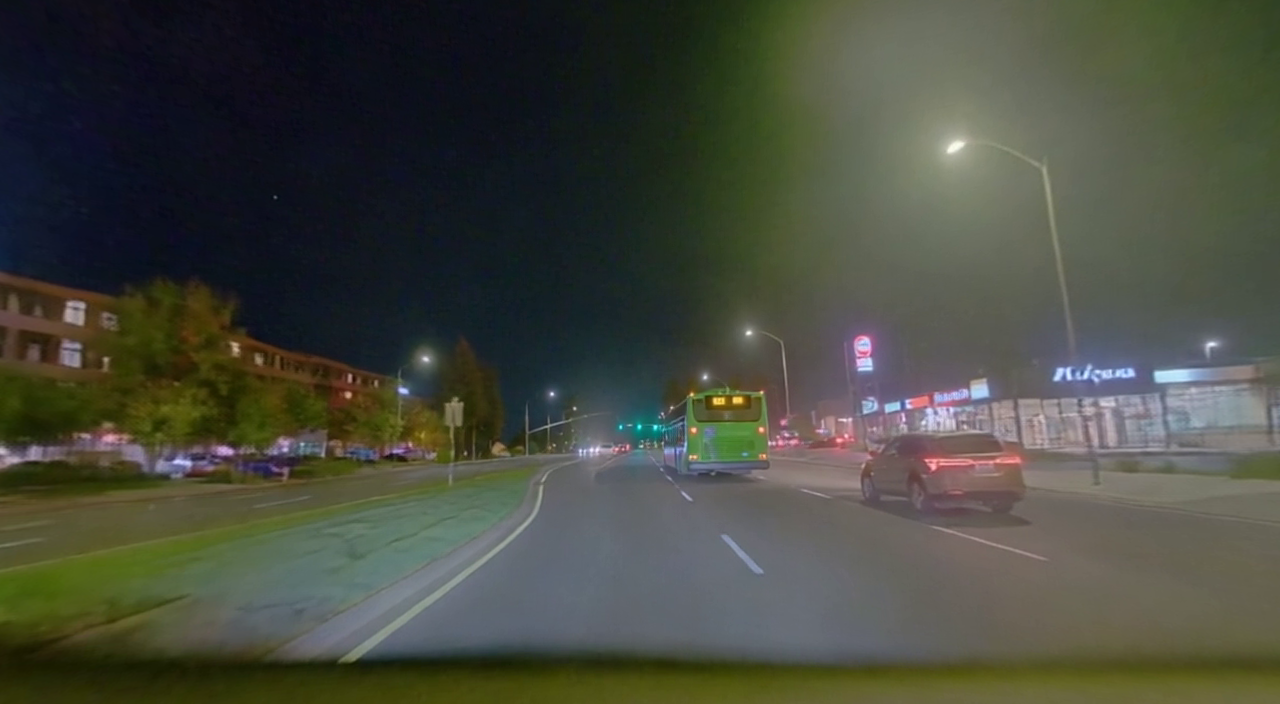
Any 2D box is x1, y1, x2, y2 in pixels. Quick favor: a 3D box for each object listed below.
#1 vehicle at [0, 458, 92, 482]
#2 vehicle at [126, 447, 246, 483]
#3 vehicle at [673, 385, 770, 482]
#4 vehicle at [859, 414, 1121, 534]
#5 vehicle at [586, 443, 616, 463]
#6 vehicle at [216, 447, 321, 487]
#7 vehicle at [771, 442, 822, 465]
[{"bbox_3d":[-38.657,7.594,40.486,4.646,1.447,2.215,0,-9,0],"label":"vehicle"},{"bbox_3d":[-25.106,6.248,34.967,4.857,1.846,2.185,0,-8,-2],"label":"vehicle"},{"bbox_3d":[3.024,3.467,26.238,2.766,3.306,9.281,0,-8,0],"label":"vehicle"},{"bbox_3d":[6.009,2.151,11.709,2.129,1.754,4.668,0,-8,0],"label":"vehicle"},{"bbox_3d":[-2.957,7.722,48.218,2.211,1.416,4.179,0,-8,-3],"label":"vehicle"},{"bbox_3d":[-19.082,5.909,32.725,2.277,1.764,5.283,-2,-8,0],"label":"vehicle"},{"bbox_3d":[10.515,6.833,42.704,2.073,1.443,4.860,0,-8,-2],"label":"vehicle"}]
